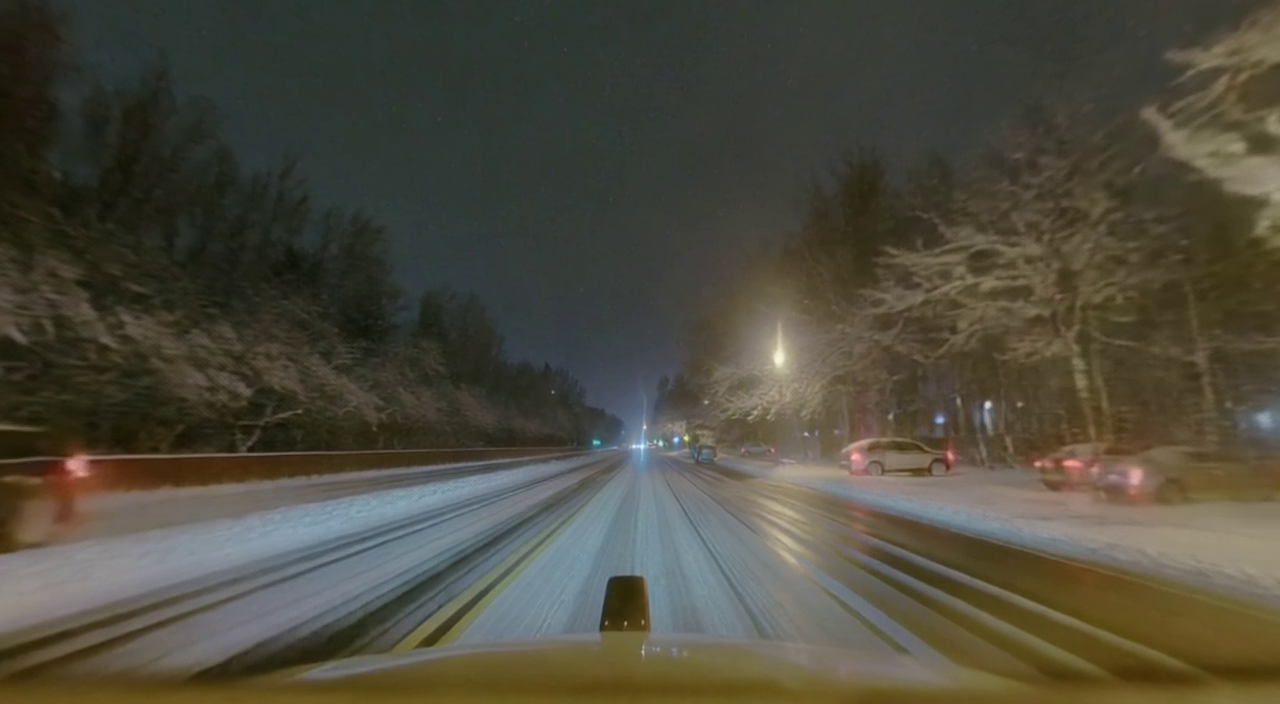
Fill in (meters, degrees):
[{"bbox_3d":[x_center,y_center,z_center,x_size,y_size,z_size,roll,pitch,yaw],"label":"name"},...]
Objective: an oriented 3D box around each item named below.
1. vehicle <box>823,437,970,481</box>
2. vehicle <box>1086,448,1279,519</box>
[{"bbox_3d":[10.556,4.438,26.241,5.118,1.701,2.175,0,-9,-2],"label":"vehicle"},{"bbox_3d":[12.943,2.875,14.082,4.438,1.444,1.900,0,-8,1],"label":"vehicle"}]
